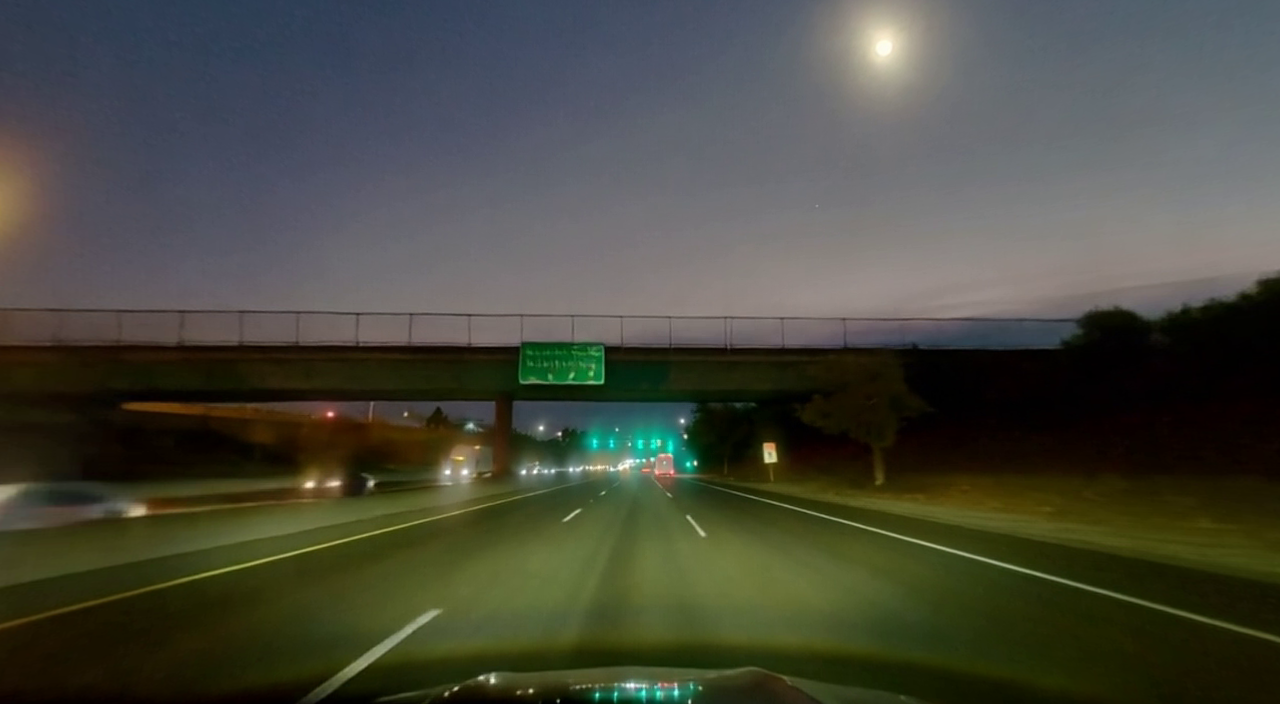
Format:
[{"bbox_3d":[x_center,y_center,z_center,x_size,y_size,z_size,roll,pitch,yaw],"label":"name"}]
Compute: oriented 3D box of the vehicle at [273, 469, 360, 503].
[{"bbox_3d":[-15.806,6.544,31.078,1.898,1.518,4.496,1,-10,0],"label":"vehicle"}]
